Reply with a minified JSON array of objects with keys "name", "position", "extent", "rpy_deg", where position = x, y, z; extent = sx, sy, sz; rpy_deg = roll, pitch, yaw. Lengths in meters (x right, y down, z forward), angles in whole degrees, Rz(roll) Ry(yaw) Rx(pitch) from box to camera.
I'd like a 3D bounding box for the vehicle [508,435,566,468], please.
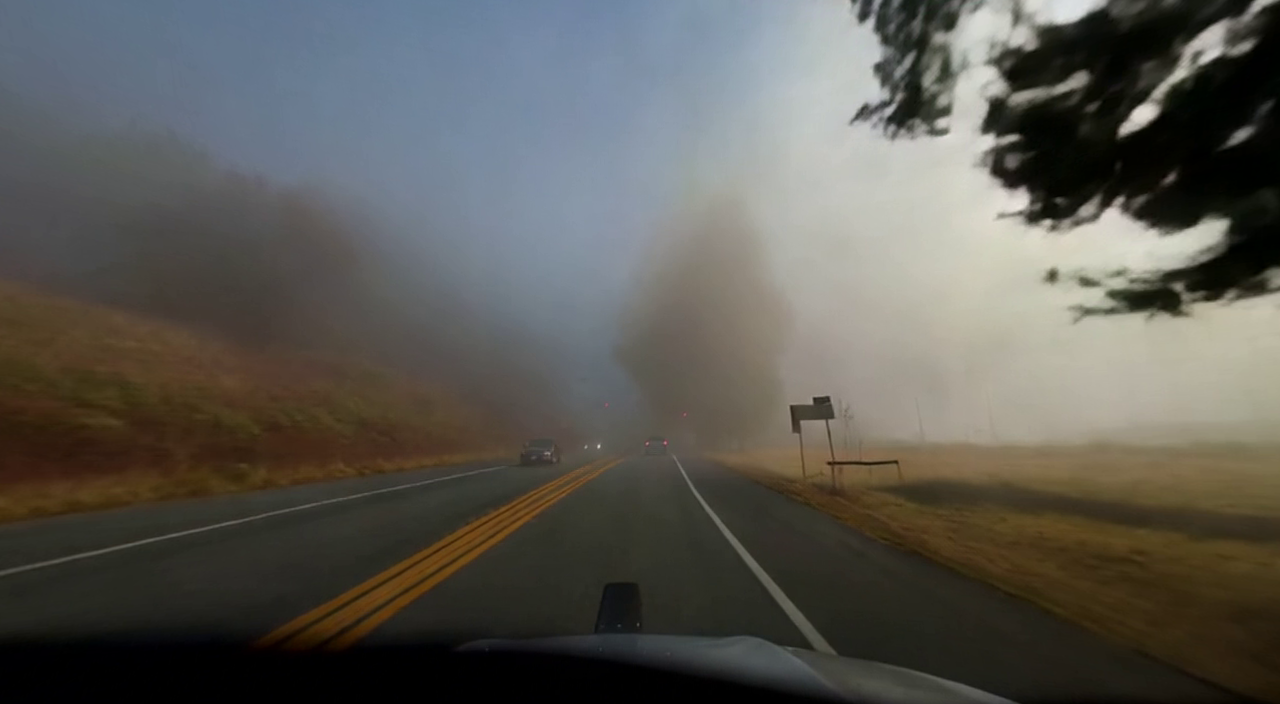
[{"name":"vehicle","position":[-4.870,4.763,30.388],"extent":[2.002,1.455,4.450],"rpy_deg":[0,-8,1]}]
